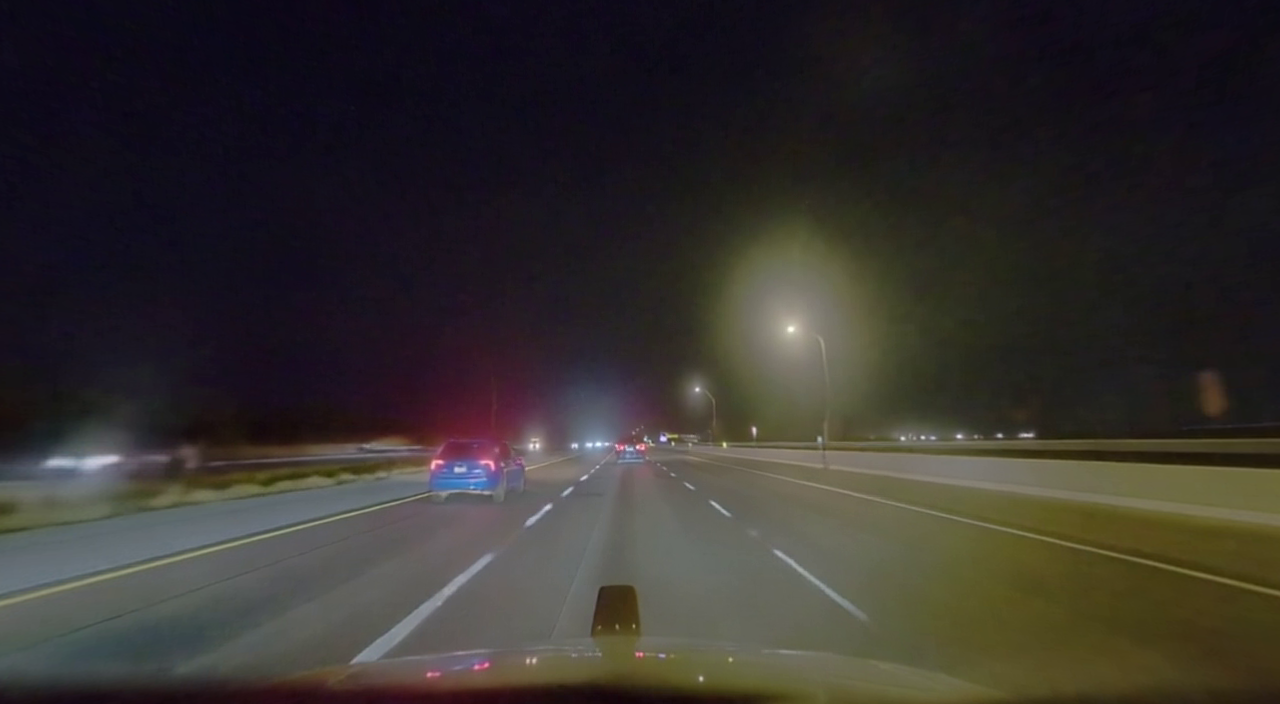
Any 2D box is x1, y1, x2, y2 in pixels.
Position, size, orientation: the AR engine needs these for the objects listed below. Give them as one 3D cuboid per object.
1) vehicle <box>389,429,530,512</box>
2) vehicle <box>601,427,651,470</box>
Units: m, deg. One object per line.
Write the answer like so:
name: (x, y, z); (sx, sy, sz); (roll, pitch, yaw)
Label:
vehicle: (-3.930, 2.654, 14.586); (2.039, 1.602, 4.317); (0, -8, -1)
vehicle: (-0.739, 4.917, 32.133); (2.382, 1.973, 4.439); (0, -8, -2)
